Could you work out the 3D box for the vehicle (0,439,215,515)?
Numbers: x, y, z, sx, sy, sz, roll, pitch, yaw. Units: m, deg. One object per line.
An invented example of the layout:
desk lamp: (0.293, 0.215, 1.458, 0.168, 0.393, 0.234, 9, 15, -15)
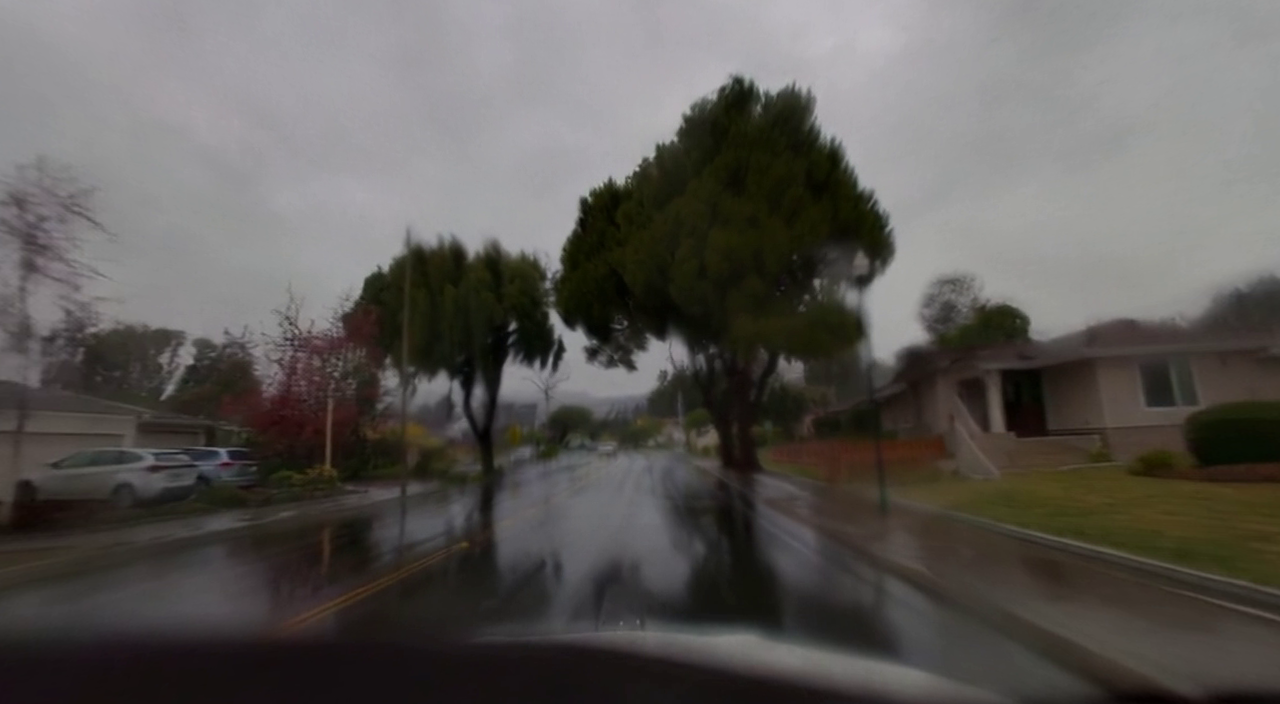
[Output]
vehicle: (-13.835, 3.145, 16.187, 4.370, 1.761, 1.901, 1, -9, -6)
